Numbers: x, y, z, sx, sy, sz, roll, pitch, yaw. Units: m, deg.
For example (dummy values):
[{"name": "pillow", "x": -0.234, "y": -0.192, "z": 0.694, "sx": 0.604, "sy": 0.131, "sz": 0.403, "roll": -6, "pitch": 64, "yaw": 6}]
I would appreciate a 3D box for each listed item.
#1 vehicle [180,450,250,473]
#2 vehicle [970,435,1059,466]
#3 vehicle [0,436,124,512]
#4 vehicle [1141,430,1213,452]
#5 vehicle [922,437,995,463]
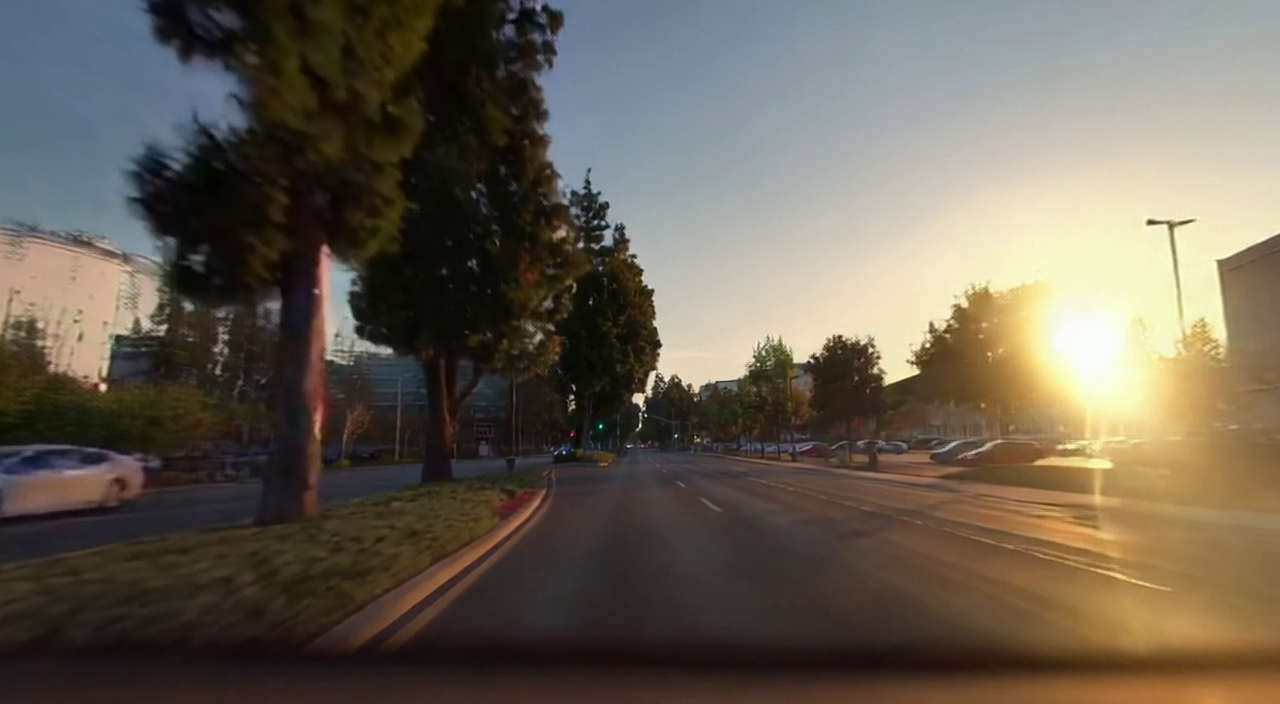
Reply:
[{"name": "vehicle", "x": -31.095, "y": 8.006, "z": 46.247, "sx": 4.663, "sy": 1.565, "sz": 2.027, "roll": -5, "pitch": -10, "yaw": 25}, {"name": "vehicle", "x": 21.046, "y": 5.593, "z": 35.768, "sx": 1.941, "sy": 1.511, "sz": 4.690, "roll": -2, "pitch": -9, "yaw": -3}, {"name": "vehicle", "x": -16.003, "y": 3.024, "z": 15.927, "sx": 1.875, "sy": 1.766, "sz": 4.824, "roll": 0, "pitch": -8, "yaw": 0}, {"name": "vehicle", "x": 38.154, "y": 6.394, "z": 44.999, "sx": 1.766, "sy": 1.391, "sz": 3.720, "roll": -1, "pitch": -10, "yaw": 0}, {"name": "vehicle", "x": 20.873, "y": 6.453, "z": 41.618, "sx": 2.048, "sy": 1.559, "sz": 4.758, "roll": 1, "pitch": -9, "yaw": -5}]
